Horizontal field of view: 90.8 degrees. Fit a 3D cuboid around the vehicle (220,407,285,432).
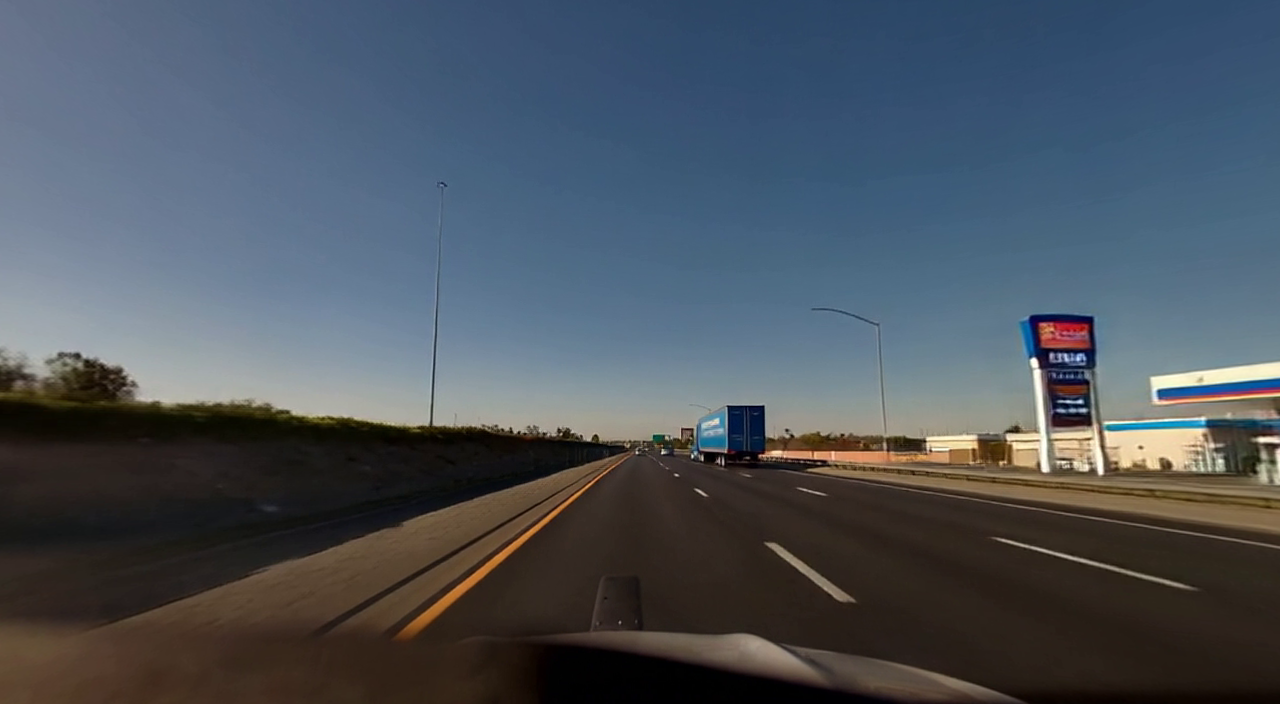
[{"bbox_3d":[-24.589,4.323,40.205,1.731,1.451,3.701,0,-8,0],"label":"vehicle"}]
